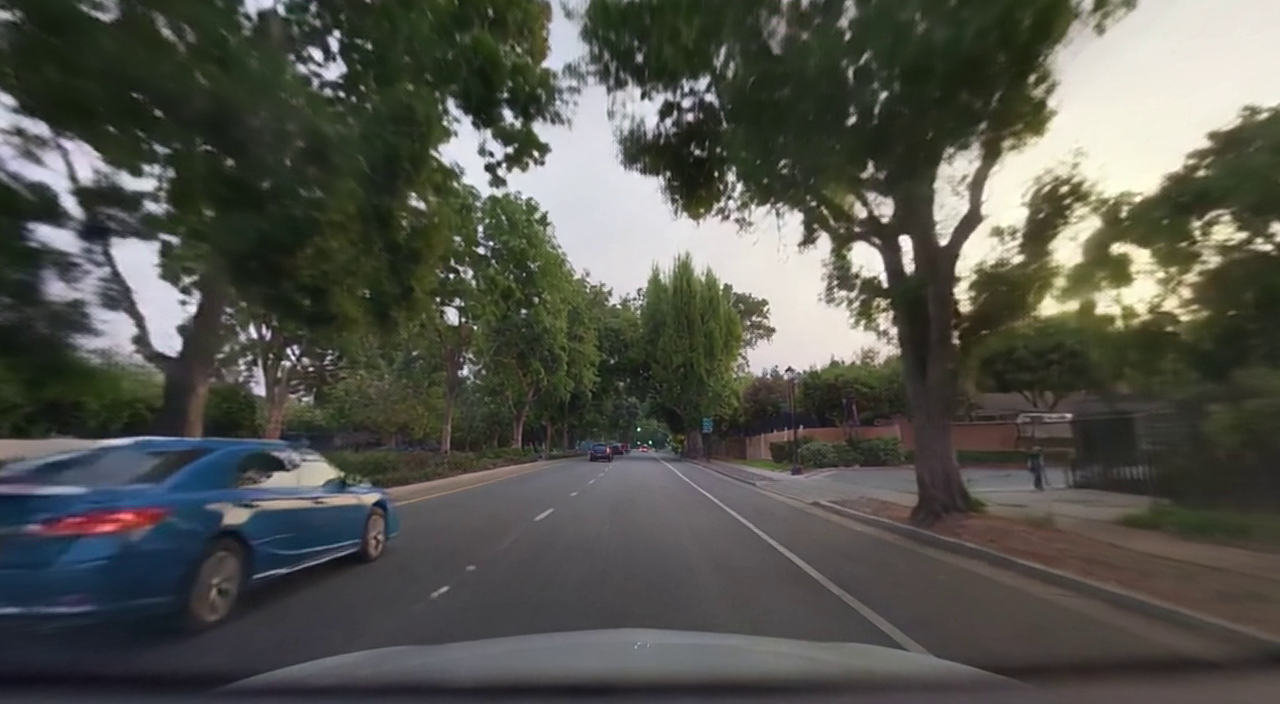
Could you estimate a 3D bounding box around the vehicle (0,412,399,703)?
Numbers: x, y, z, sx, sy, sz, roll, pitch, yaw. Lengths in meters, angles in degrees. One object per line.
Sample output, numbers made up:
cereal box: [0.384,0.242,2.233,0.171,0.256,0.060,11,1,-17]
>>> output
vehicle: [-3.768,1.323,5.138,1.870,1.431,4.317,0,-9,1]
